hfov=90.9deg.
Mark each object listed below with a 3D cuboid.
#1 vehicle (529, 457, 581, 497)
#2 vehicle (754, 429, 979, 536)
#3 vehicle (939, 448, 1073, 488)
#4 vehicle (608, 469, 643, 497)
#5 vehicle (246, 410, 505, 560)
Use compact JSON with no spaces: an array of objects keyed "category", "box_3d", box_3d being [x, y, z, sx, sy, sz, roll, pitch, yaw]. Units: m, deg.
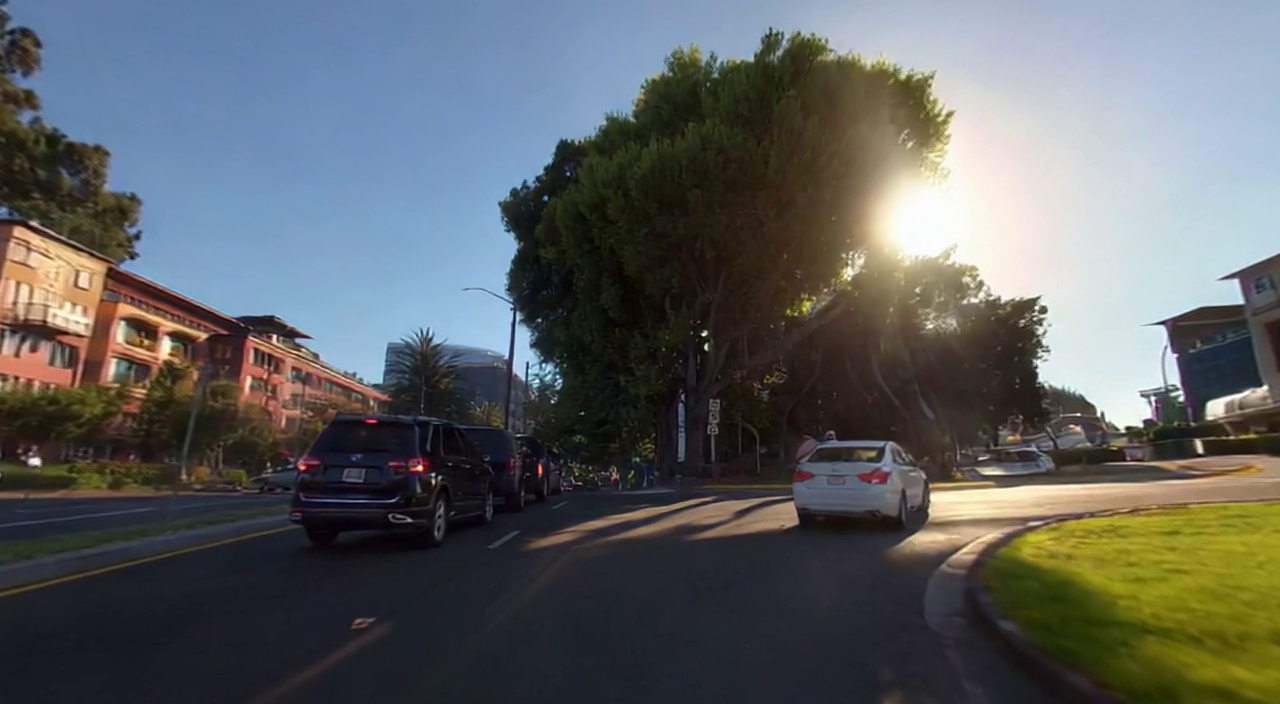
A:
[{"category":"vehicle","box_3d":[-3.622,5.392,27.537,1.806,1.532,3.680,0,-8,-1]},{"category":"vehicle","box_3d":[4.025,2.135,10.957,3.922,1.478,2.020,7,-11,-42]},{"category":"vehicle","box_3d":[14.654,4.701,25.516,4.422,1.457,1.882,-6,-11,27]},{"category":"vehicle","box_3d":[-0.966,8.238,39.899,2.119,1.475,3.997,0,-8,-3]},{"category":"vehicle","box_3d":[-3.629,1.909,9.808,2.017,1.761,4.572,0,-8,0]}]
